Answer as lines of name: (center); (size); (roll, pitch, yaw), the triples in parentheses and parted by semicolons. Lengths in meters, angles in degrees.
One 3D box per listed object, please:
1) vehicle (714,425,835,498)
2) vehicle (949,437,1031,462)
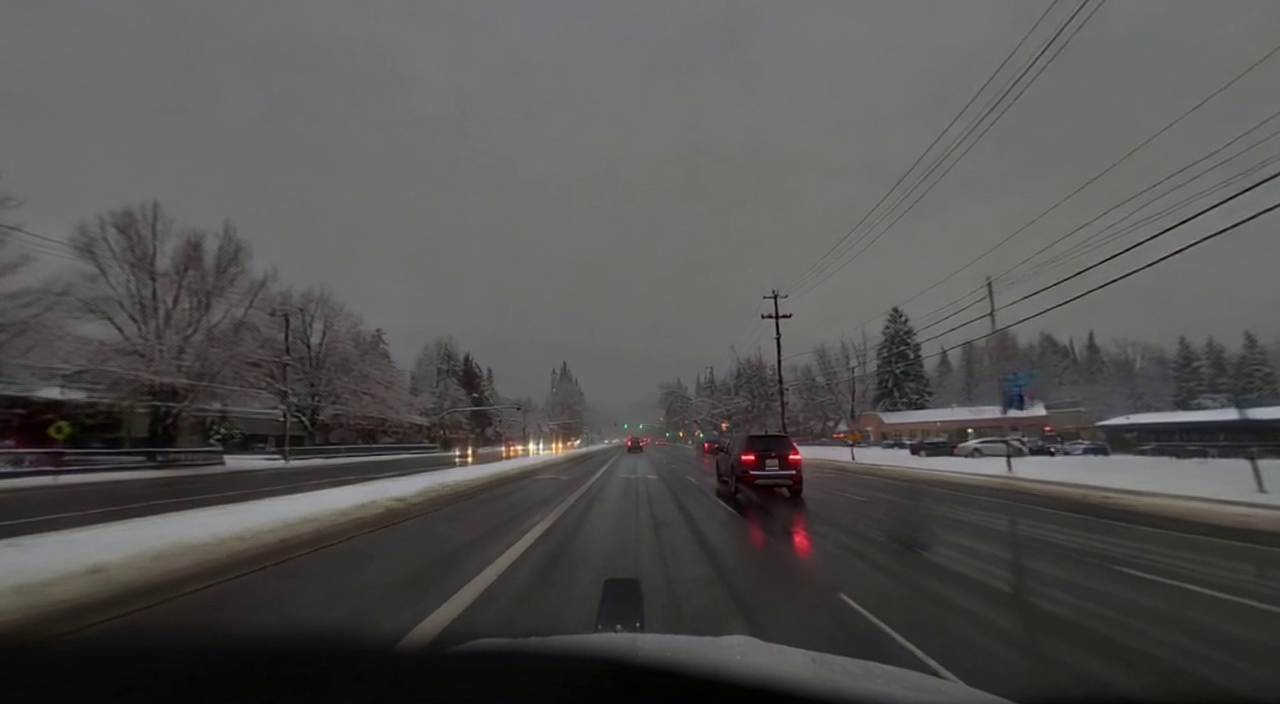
vehicle: (3.403, 2.869, 16.933); (2.128, 1.699, 4.222); (0, -8, -2)
vehicle: (24.767, 6.909, 44.772); (4.599, 1.647, 1.924); (0, -8, 1)
